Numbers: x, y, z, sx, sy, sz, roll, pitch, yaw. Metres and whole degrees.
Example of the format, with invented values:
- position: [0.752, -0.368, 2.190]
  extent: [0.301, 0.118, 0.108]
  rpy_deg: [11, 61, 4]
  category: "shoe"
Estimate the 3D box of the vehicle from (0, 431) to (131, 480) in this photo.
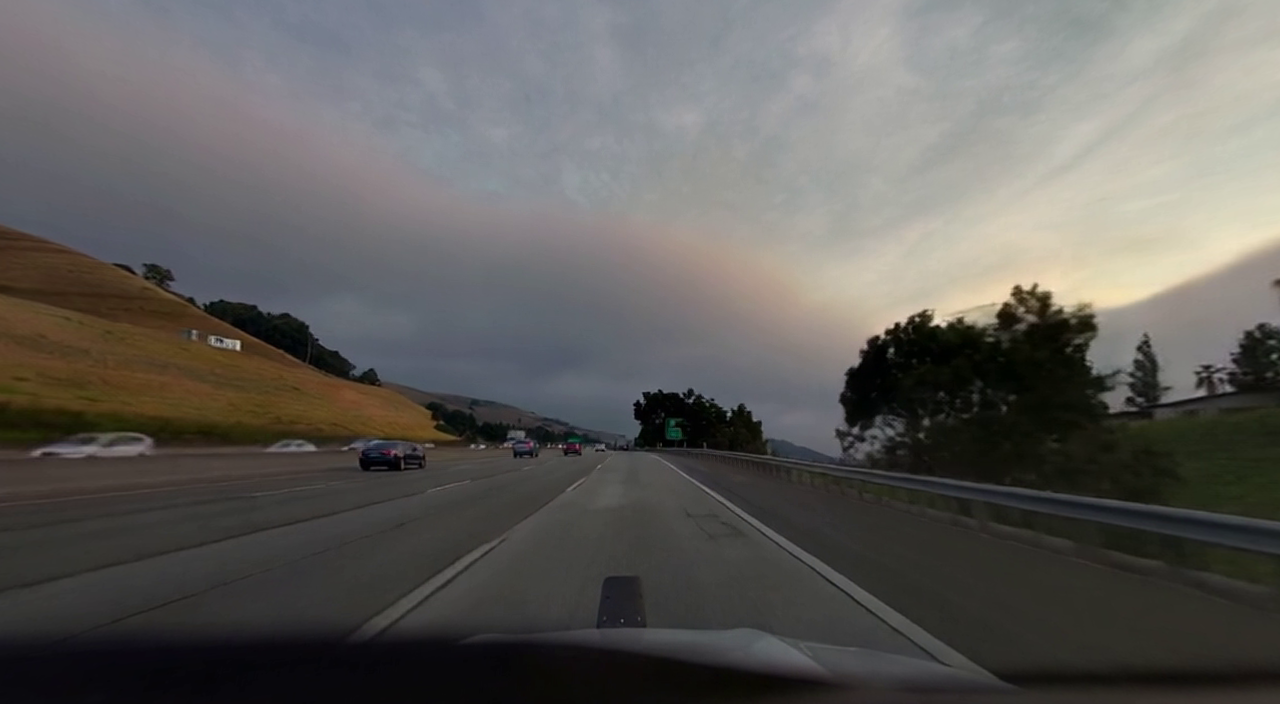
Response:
- position: [-21.598, 3.770, 23.120]
  extent: [1.923, 1.595, 4.510]
  rpy_deg: [0, -8, 0]
  category: "vehicle"

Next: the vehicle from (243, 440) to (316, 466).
- position: [-21.858, 6.117, 38.284]
  extent: [1.784, 1.445, 4.491]
  rpy_deg: [0, -8, -1]
  category: "vehicle"

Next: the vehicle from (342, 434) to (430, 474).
- position: [-11.151, 4.518, 27.989]
  extent: [2.001, 1.625, 4.528]
  rpy_deg: [0, -8, 0]
  category: "vehicle"
